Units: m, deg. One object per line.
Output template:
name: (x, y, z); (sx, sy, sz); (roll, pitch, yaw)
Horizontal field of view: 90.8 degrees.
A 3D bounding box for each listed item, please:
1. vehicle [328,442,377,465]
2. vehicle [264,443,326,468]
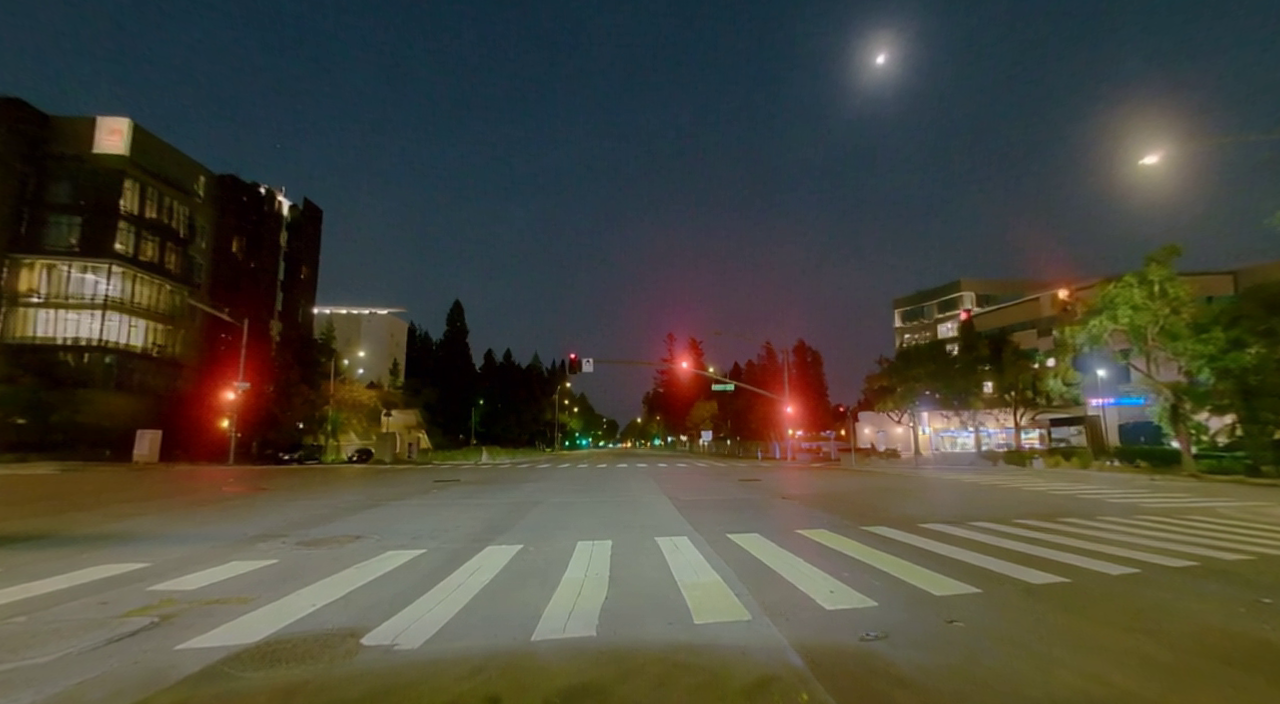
vehicle: (-22.526, 7.938, 49.746); (2.023, 1.706, 4.756); (1, -9, -6)
vehicle: (-21.843, 6.548, 40.167); (2.005, 1.496, 4.020); (1, -9, -6)
